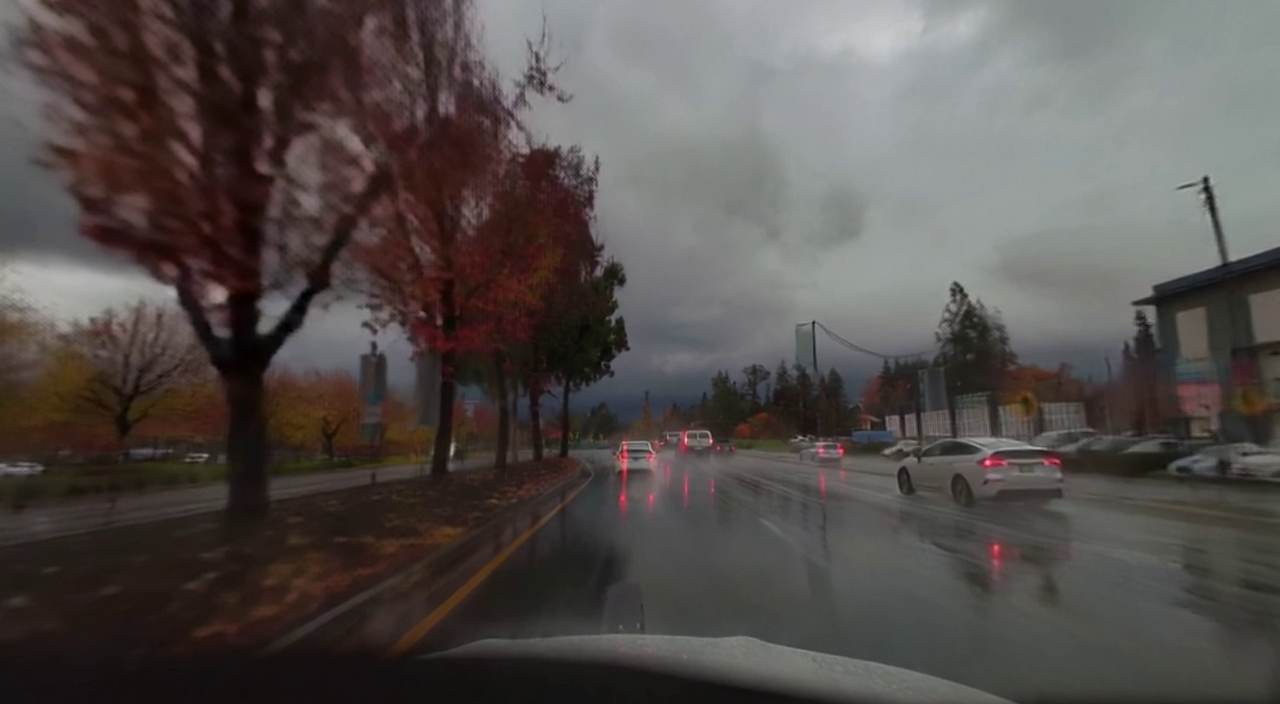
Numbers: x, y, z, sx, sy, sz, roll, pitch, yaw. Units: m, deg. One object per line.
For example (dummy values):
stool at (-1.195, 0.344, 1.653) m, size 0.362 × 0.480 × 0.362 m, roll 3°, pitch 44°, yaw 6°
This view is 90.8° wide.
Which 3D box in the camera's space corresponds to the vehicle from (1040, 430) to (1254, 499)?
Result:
vehicle at (14.683, 3.275, 18.815) m, size 2.205 × 1.754 × 4.925 m, roll 0°, pitch -8°, yaw -1°

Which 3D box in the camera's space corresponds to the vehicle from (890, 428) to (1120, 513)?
vehicle at (7.455, 2.468, 13.640) m, size 2.111 × 1.493 × 4.639 m, roll 0°, pitch -8°, yaw -1°

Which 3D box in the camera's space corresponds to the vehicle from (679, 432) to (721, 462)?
vehicle at (3.735, 6.051, 40.236) m, size 2.188 × 1.760 × 4.297 m, roll 0°, pitch -8°, yaw -1°

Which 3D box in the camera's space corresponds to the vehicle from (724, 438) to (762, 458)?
vehicle at (7.639, 7.174, 47.167) m, size 2.061 × 1.460 × 3.948 m, roll 0°, pitch -8°, yaw -1°

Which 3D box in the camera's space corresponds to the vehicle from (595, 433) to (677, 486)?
vehicle at (-0.152, 3.341, 19.897) m, size 2.289 × 1.471 × 4.477 m, roll 0°, pitch -8°, yaw -1°
